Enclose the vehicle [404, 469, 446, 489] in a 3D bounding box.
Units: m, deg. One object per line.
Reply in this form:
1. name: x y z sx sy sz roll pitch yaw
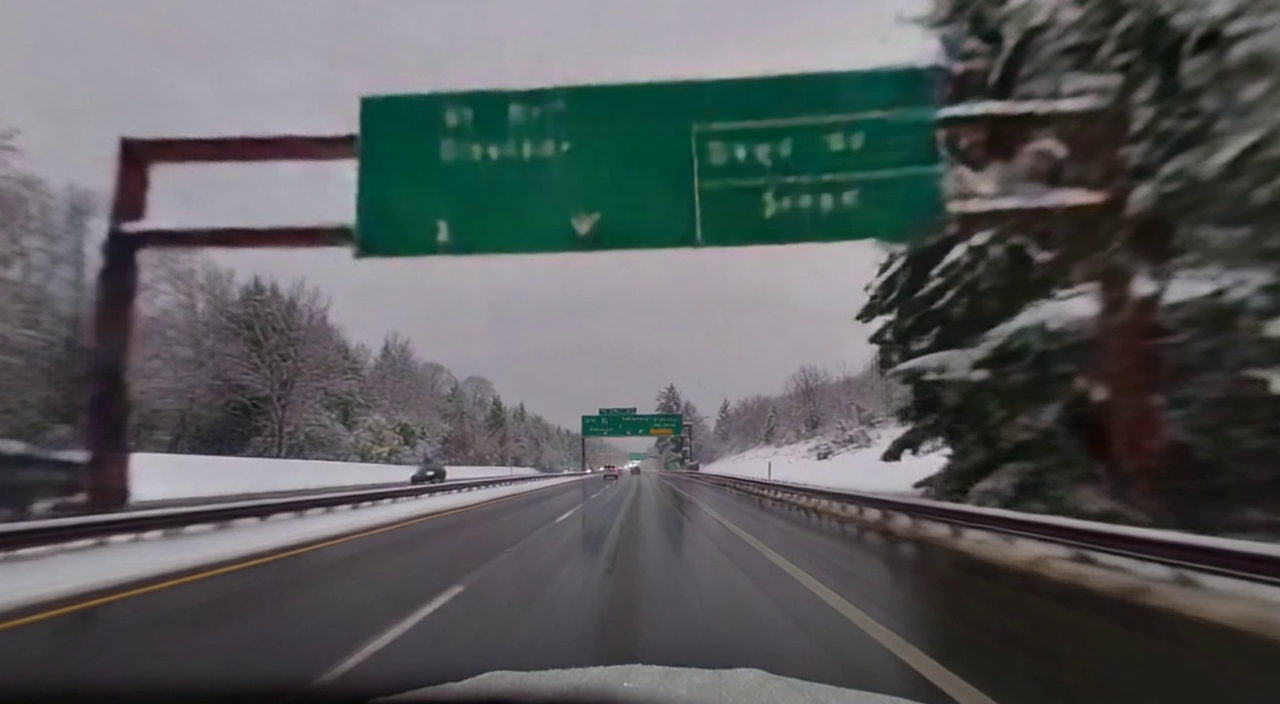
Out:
1. vehicle: -16.439 9.704 48.380 1.807 1.428 3.938 1 -11 1
